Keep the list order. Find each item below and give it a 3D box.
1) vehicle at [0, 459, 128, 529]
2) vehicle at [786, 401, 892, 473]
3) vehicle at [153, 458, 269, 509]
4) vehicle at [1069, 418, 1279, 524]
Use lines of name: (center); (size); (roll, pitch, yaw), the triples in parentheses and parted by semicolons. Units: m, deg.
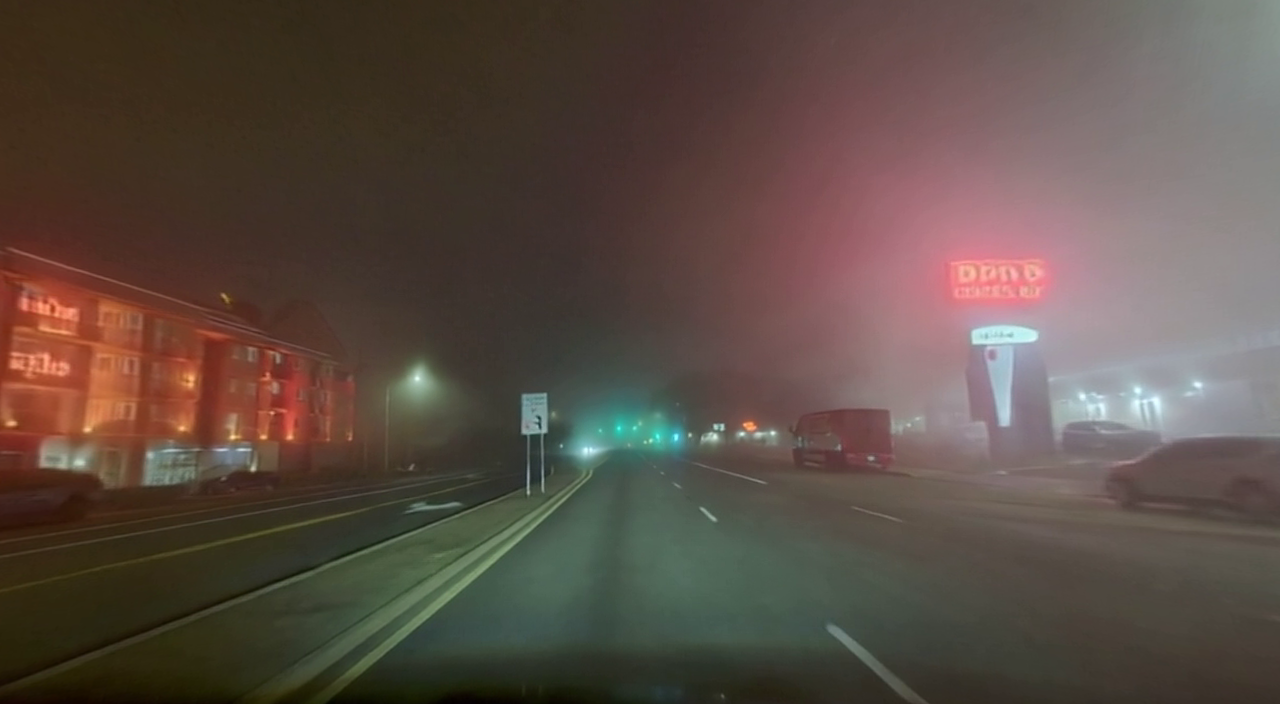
vehicle: (-19.095, 4.311, 19.072); (2.247, 1.820, 5.907); (-4, -8, 2)
vehicle: (9.784, 4.315, 32.034); (2.917, 3.205, 6.985); (0, -8, -1)
vehicle: (-19.339, 5.900, 28.815); (2.042, 1.773, 4.914); (-4, -8, -2)
vehicle: (10.115, 1.928, 10.533); (2.170, 1.492, 5.038); (0, -9, -3)
